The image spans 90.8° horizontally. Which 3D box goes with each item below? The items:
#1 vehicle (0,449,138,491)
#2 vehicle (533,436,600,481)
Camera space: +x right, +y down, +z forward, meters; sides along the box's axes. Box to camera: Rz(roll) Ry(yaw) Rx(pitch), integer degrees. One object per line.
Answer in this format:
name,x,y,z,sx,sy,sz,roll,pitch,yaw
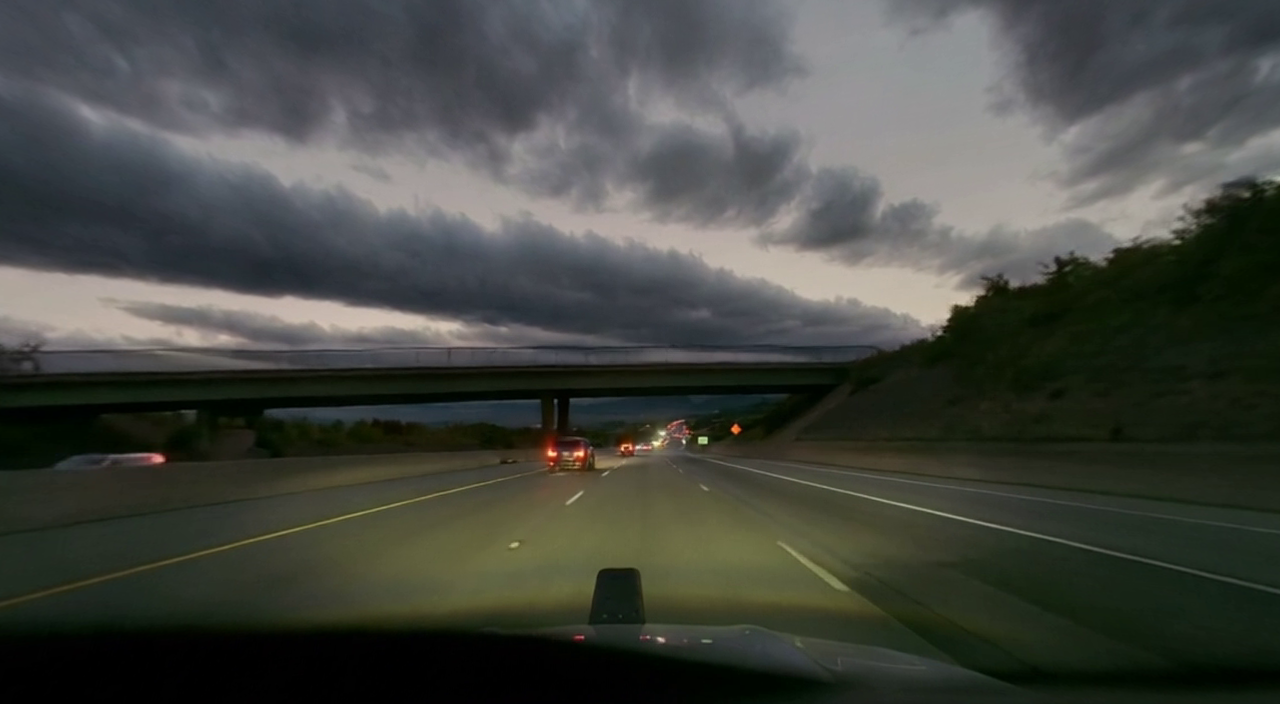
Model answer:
vehicle,-22.013,4.480,24.312,1.812,1.445,4.165,0,-9,1
vehicle,-3.010,4.517,26.965,2.181,1.730,4.517,0,-9,2
